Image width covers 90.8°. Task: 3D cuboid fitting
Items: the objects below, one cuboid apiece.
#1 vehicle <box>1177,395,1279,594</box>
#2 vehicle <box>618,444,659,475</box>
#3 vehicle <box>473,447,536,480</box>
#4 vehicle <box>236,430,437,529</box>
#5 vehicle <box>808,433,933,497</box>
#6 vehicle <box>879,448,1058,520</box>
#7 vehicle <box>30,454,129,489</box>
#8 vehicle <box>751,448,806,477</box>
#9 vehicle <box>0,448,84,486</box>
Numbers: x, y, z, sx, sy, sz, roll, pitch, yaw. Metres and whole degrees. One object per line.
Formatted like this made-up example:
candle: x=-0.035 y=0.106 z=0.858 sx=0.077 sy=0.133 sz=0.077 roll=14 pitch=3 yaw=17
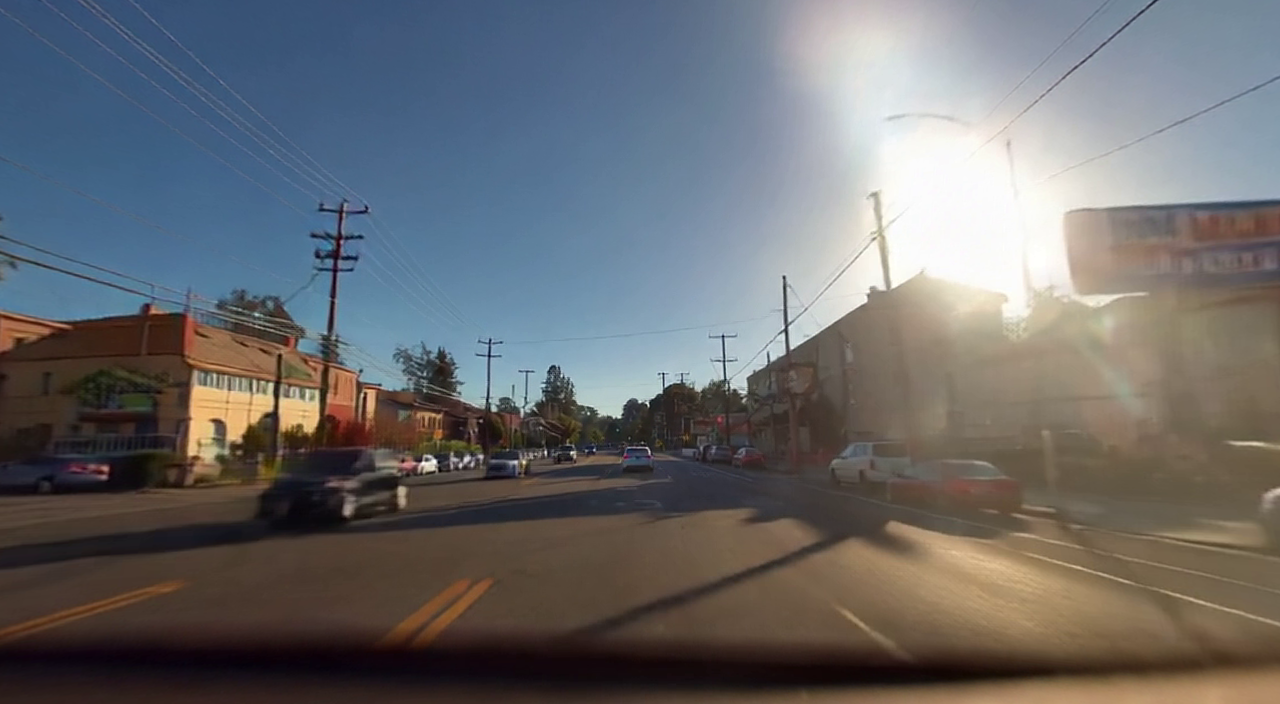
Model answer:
vehicle: x=7.727 y=1.188 z=4.625 sx=2.370 sy=2.022 sz=5.918 roll=0 pitch=-8 yaw=0
vehicle: x=-0.121 y=5.676 z=33.719 sx=2.067 sy=1.547 sz=4.513 roll=0 pitch=-8 yaw=-1
vehicle: x=-6.507 y=5.391 z=30.924 sx=2.018 sy=1.466 sz=4.631 roll=0 pitch=-8 yaw=1
vehicle: x=-6.029 y=2.557 z=13.269 sx=2.096 sy=1.702 sz=4.244 roll=0 pitch=-8 yaw=0
vehicle: x=7.732 y=3.833 z=21.909 sx=2.188 sy=1.903 sz=5.324 roll=0 pitch=-8 yaw=-2
vehicle: x=7.806 y=3.129 z=15.656 sx=1.833 sy=1.475 sz=4.648 roll=0 pitch=-8 yaw=-2
vehicle: x=-26.243 y=5.544 z=29.556 sx=4.391 sy=1.435 sz=2.011 roll=-5 pitch=-10 yaw=29
vehicle: x=7.696 y=6.166 z=35.617 sx=1.936 sy=1.479 sz=4.736 roll=0 pitch=-8 yaw=-1
vehicle: x=-30.683 y=5.795 z=32.118 sx=4.448 sy=1.788 sz=2.003 roll=-5 pitch=-9 yaw=27
